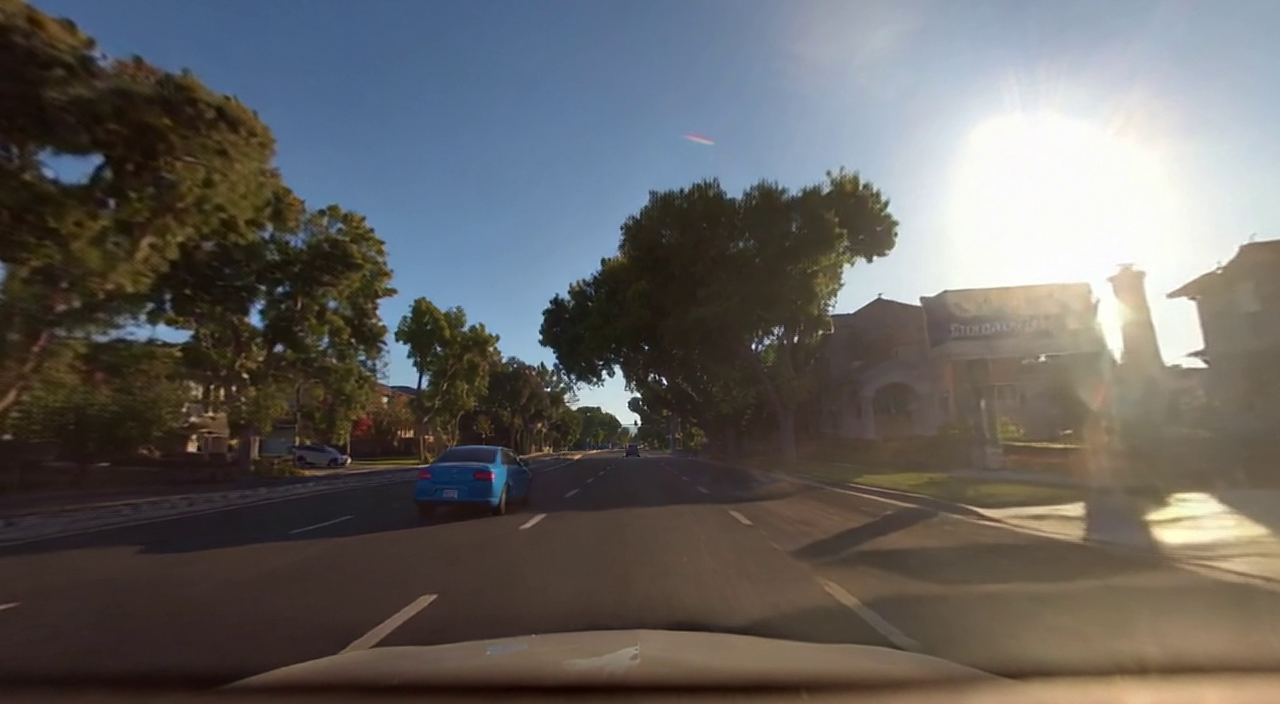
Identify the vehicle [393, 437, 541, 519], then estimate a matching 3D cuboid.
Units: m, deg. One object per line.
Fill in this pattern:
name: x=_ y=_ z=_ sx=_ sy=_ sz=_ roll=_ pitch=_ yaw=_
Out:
vehicle: x=-3.484 y=2.600 z=13.646 sx=2.005 sy=1.477 sz=4.169 roll=0 pitch=-8 yaw=0
